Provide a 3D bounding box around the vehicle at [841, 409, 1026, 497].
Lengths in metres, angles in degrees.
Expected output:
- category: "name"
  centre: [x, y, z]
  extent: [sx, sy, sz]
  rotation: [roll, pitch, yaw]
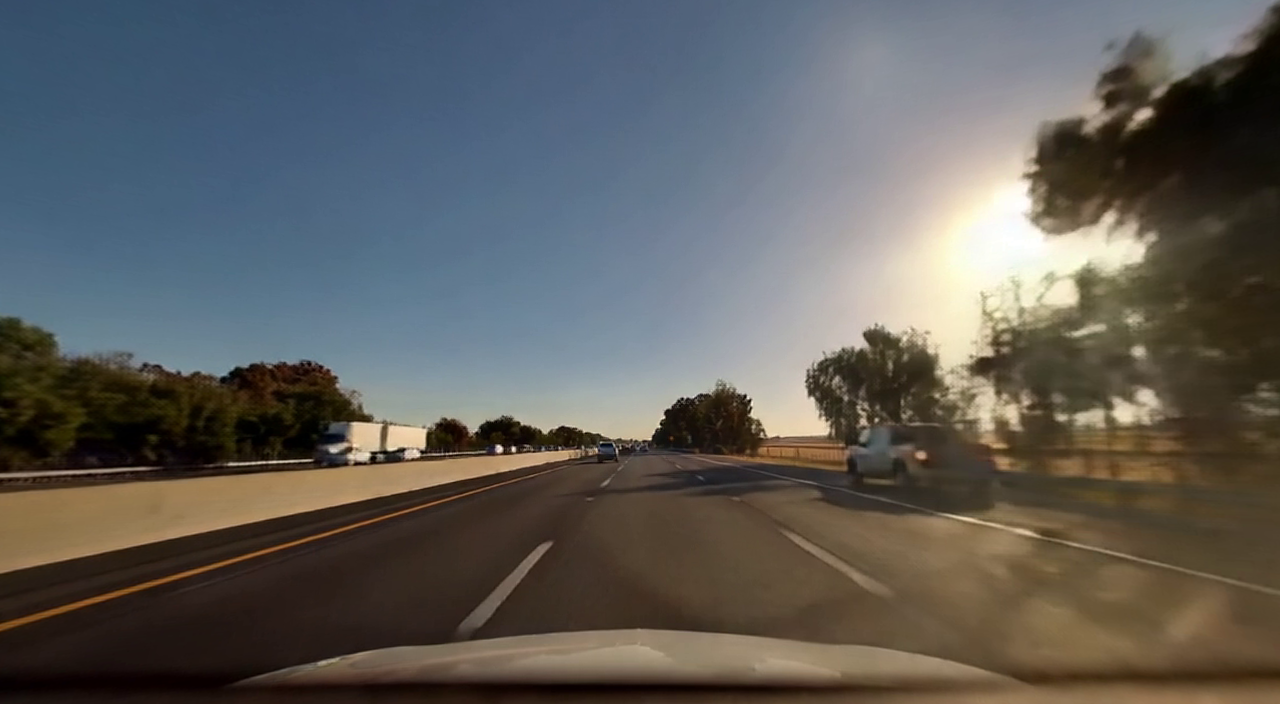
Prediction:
- category: "vehicle"
  centre: [8.158, 2.919, 18.534]
  extent: [2.440, 2.132, 6.219]
  rotation: [0, -9, 0]
